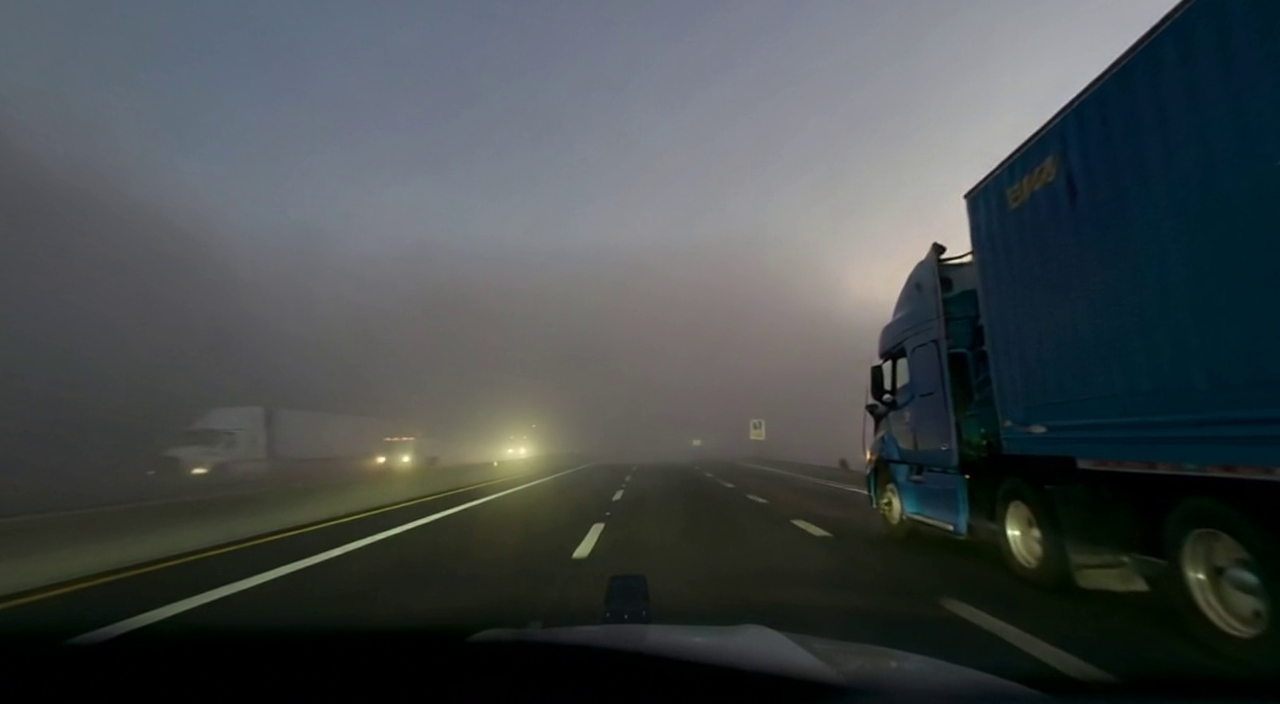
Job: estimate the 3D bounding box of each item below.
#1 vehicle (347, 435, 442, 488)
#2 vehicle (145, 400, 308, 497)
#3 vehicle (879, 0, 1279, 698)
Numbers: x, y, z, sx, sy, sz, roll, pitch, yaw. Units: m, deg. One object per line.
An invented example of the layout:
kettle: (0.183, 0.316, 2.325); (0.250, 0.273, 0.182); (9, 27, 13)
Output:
vehicle: (-13.788, 6.199, 35.904); (2.385, 2.707, 6.855); (-1, -9, 2)
vehicle: (-20.231, 4.819, 31.408); (3.408, 4.286, 6.704); (0, -9, 0)
vehicle: (4.813, -0.581, 1.058); (2.908, 4.075, 15.065); (0, -9, 0)
